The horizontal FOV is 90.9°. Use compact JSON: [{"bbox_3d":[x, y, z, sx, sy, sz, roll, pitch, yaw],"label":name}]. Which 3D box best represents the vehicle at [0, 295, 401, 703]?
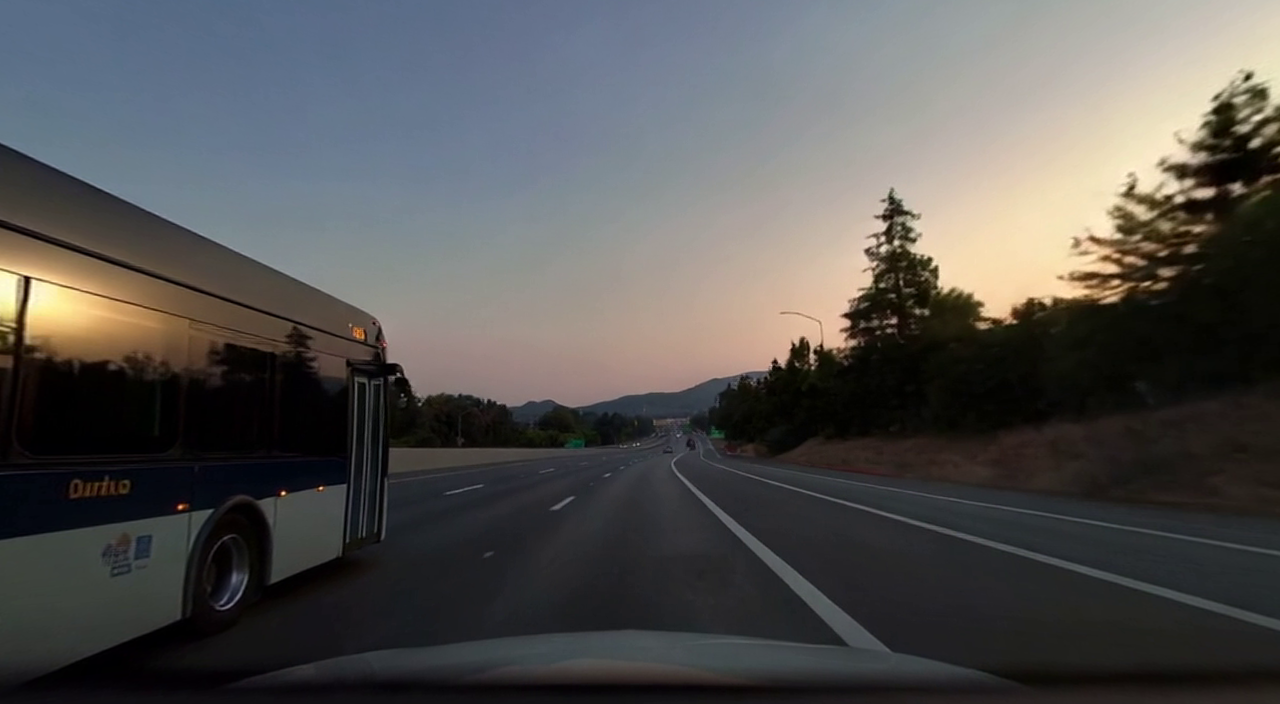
[{"bbox_3d":[-3.980,1.034,4.874,2.127,1.985,5.205,0,-8,1],"label":"vehicle"}]
